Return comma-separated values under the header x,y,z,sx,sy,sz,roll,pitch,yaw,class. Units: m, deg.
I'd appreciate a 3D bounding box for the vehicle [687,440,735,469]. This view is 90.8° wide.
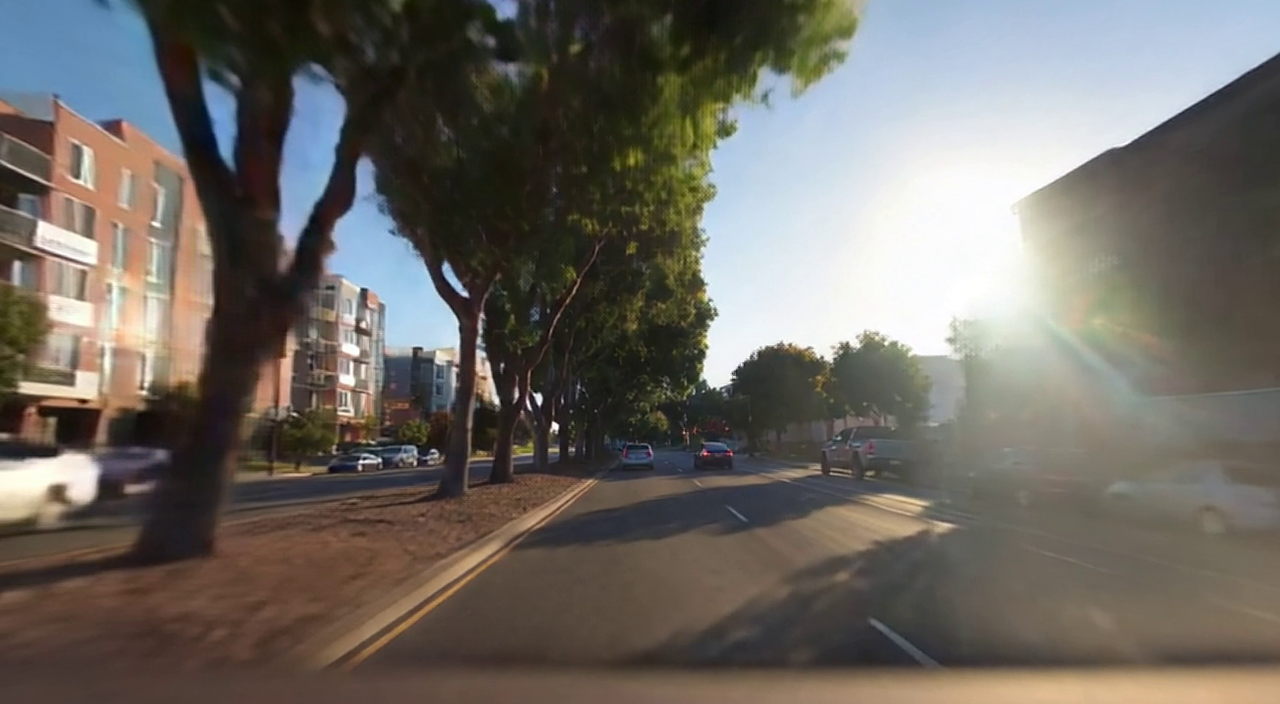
x,y,z,sx,sy,sz,roll,pitch,yaw,class
3.775,5.514,34.196,1.993,1.477,4.240,0,-8,-1,vehicle

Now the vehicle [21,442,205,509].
x,y,z,sx,sy,sz,roll,pitch,yaw,class
-19.139,4.415,23.409,2.240,2.112,5.268,0,-8,0,vehicle

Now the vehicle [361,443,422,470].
x,y,z,sx,sy,sz,roll,pitch,yaw,class
-18.729,7.875,47.921,2.241,1.891,5.637,-1,-8,1,vehicle

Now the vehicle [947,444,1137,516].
x,y,z,sx,sy,sz,roll,pitch,yaw,class
10.599,3.362,17.234,2.129,1.645,4.625,0,-8,0,vehicle

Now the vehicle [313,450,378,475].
x,y,z,sx,sy,sz,roll,pitch,yaw,class
-18.942,7.108,40.862,1.874,1.483,4.742,-1,-8,1,vehicle

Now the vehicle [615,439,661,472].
x,y,z,sx,sy,sz,roll,pitch,yaw,class
-0.122,5.039,30.945,2.101,1.444,4.248,0,-8,0,vehicle

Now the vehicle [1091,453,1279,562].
x,y,z,sx,sy,sz,roll,pitch,yaw,class
10.272,2.493,10.615,1.898,1.502,4.788,-1,-8,1,vehicle

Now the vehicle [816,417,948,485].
x,y,z,sx,sy,sz,roll,pitch,yaw,class
10.562,4.438,28.635,3.082,2.655,7.381,-1,-8,1,vehicle
